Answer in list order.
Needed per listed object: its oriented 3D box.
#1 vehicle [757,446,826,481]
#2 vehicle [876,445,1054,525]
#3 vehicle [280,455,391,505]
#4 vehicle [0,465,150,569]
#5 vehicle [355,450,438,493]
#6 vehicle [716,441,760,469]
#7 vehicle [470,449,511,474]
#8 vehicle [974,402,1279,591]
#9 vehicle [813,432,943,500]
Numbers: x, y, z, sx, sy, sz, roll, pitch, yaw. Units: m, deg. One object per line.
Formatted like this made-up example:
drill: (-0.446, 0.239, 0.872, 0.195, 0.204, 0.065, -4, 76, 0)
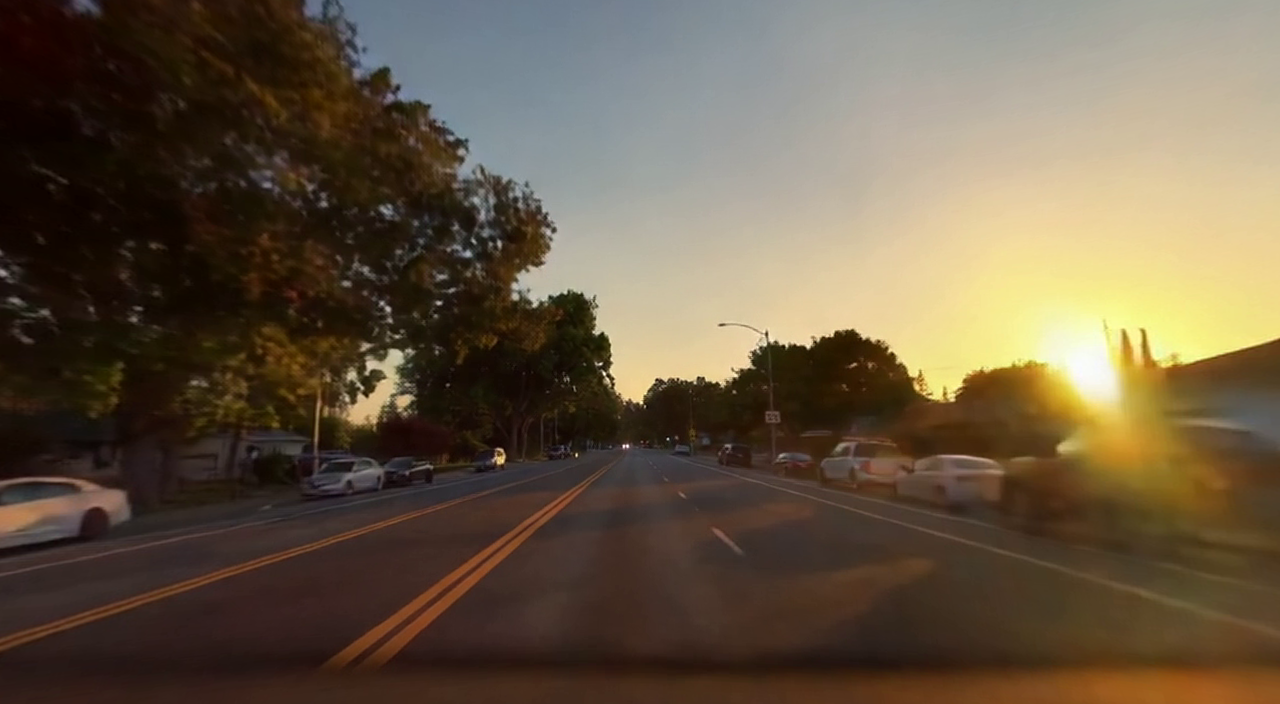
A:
vehicle: (7.114, 5.263, 30.166, 1.982, 1.479, 4.687, 0, -9, -2)
vehicle: (6.793, 2.777, 13.871, 1.882, 1.433, 4.622, -2, -9, 6)
vehicle: (-10.828, 4.550, 22.833, 1.840, 1.526, 4.214, -1, -9, 1)
vehicle: (-10.805, 2.664, 10.184, 2.007, 1.528, 4.710, -2, -9, 0)
vehicle: (-10.711, 5.288, 28.179, 1.974, 1.682, 4.339, -2, -9, 0)
vehicle: (6.776, 7.177, 44.188, 2.087, 1.762, 5.493, 0, -9, -1)
vehicle: (-11.132, 8.199, 47.364, 2.048, 1.692, 4.635, -2, -9, 0)
vehicle: (7.167, 1.833, 8.965, 2.103, 1.912, 4.892, 0, -9, -1)
vehicle: (7.210, 3.498, 19.883, 2.064, 1.802, 5.293, -1, -9, 1)
